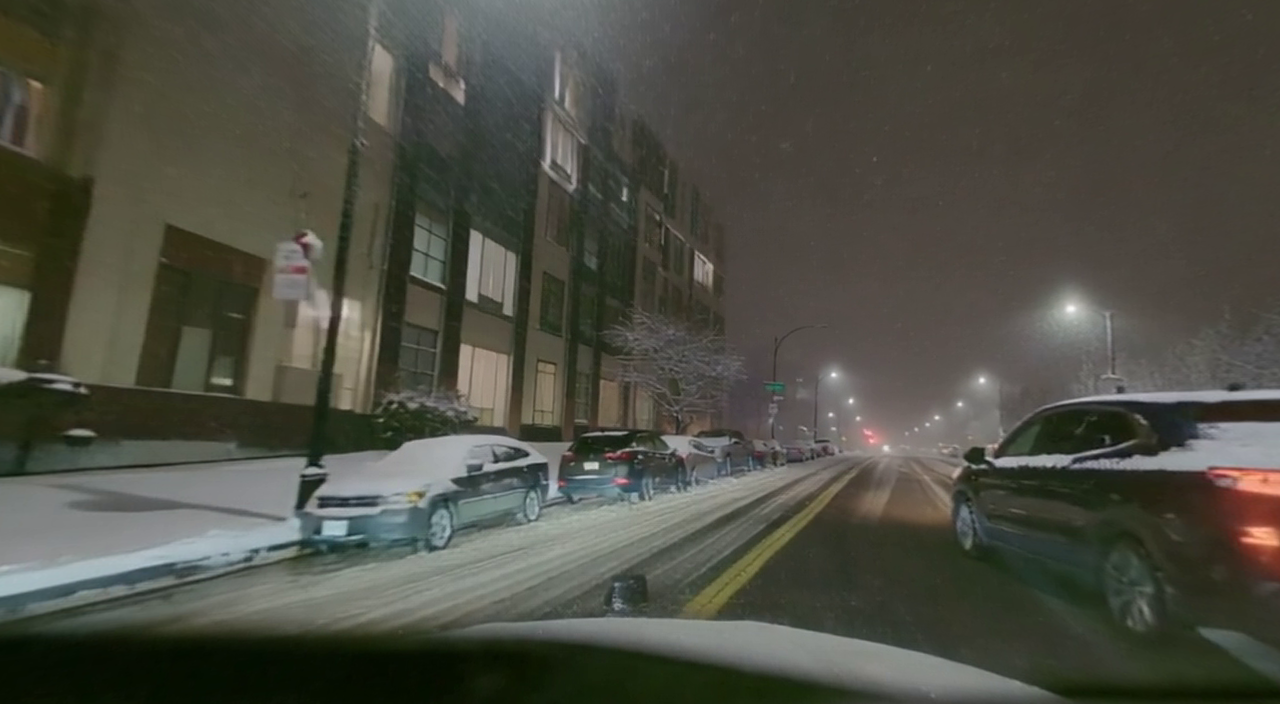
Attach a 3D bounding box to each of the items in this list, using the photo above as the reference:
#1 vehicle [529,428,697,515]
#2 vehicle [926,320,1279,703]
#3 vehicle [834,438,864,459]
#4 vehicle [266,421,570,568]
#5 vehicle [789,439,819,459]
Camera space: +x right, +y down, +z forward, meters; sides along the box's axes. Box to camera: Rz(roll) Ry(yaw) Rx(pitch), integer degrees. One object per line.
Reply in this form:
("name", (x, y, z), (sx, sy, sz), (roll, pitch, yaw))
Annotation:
("vehicle", (-0.386, 2.689, 14.791), (2.179, 1.658, 4.765), (-3, -9, 21))
("vehicle", (4.414, 1.040, 4.563), (2.411, 1.899, 5.993), (-1, -8, 6))
("vehicle", (15.760, 7.228, 47.341), (1.852, 1.465, 4.092), (-3, -9, 21))
("vehicle", (-2.905, 1.939, 9.454), (1.922, 1.628, 4.291), (-3, -9, 20))
("vehicle", (12.766, 7.510, 48.844), (1.842, 1.497, 4.238), (-3, -9, 20))
